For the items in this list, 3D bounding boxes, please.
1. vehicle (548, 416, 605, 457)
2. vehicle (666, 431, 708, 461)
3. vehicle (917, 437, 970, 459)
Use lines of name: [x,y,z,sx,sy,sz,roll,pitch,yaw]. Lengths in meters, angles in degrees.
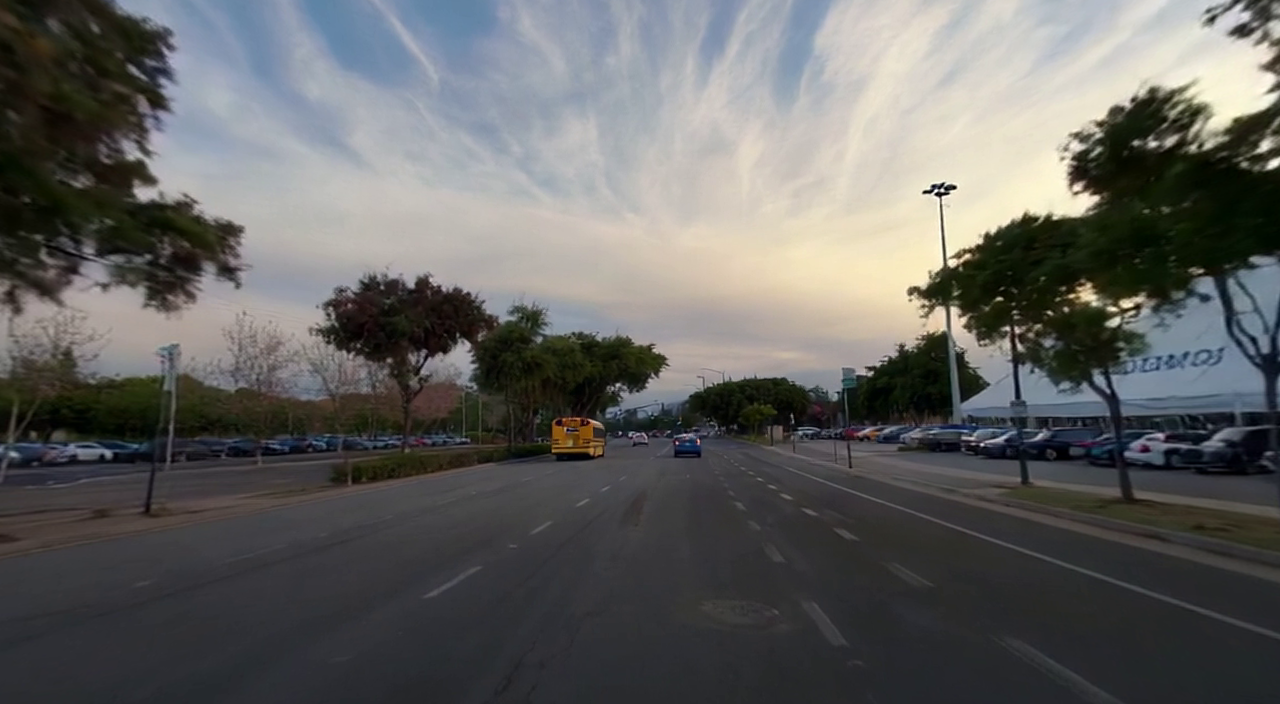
vehicle: [-4.114,5.707,42.146,2.485,2.556,6.363,-1,-9,6]
vehicle: [2.524,5.089,33.988,2.123,1.498,4.226,-1,-9,4]
vehicle: [21.620,6.887,45.202,1.849,1.466,4.831,-1,-9,6]
